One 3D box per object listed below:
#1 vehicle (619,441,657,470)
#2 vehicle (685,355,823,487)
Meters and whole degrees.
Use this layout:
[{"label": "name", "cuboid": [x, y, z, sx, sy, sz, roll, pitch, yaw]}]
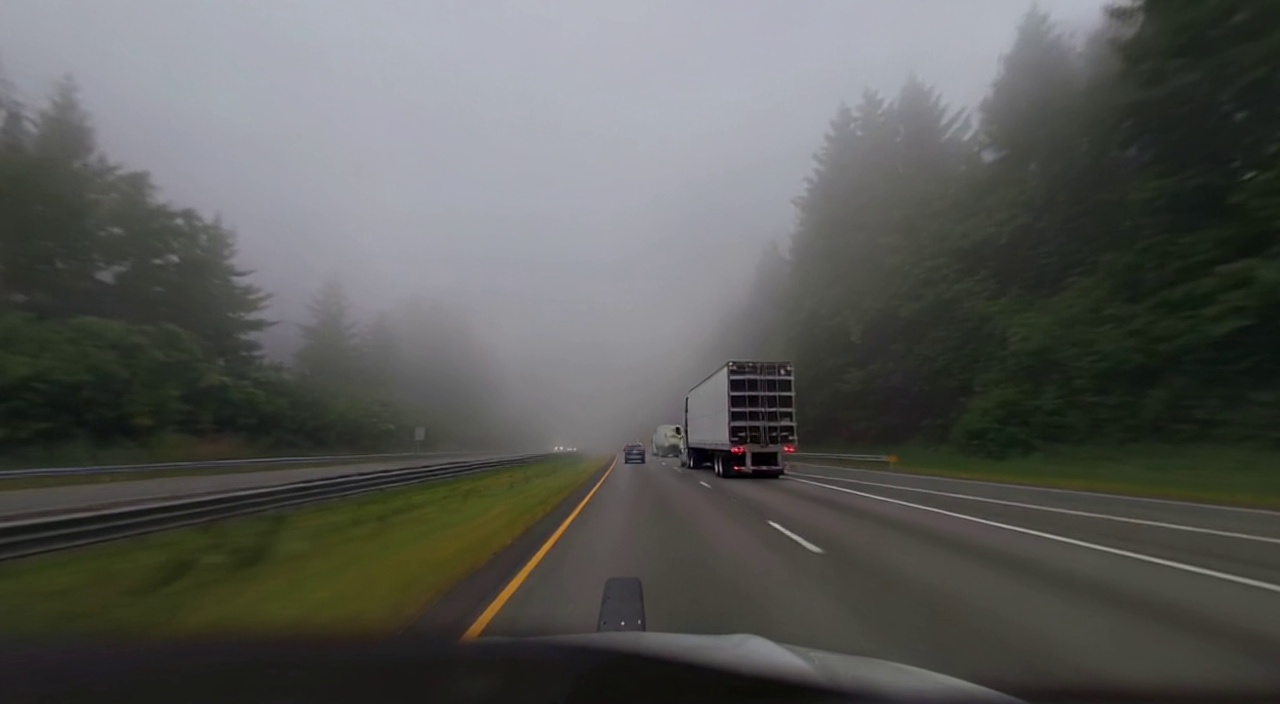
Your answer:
[{"label": "vehicle", "cuboid": [-0.174, 5.866, 35.984, 2.051, 1.513, 4.511, 0, -9, -2]}, {"label": "vehicle", "cuboid": [4.019, 3.195, 26.759, 2.883, 4.057, 14.579, 0, -9, -1]}]
